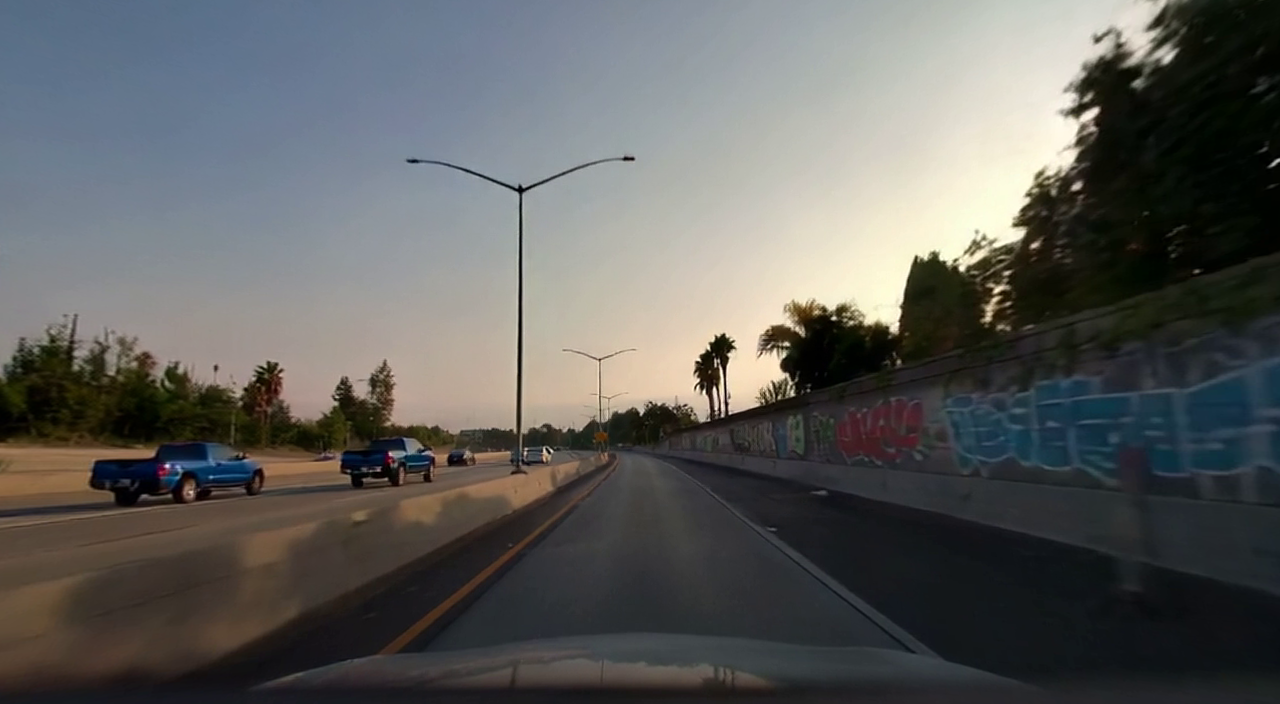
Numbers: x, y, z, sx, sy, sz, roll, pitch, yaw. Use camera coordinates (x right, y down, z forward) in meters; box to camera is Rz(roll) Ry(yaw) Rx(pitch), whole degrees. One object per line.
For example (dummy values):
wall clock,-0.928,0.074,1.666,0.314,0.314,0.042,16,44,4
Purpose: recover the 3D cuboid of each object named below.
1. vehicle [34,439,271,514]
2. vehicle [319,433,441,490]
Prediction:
vehicle,-14.117,3.598,18.988,2.272,1.882,5.941,0,-9,1
vehicle,-10.117,4.313,25.202,2.342,1.999,5.594,0,-9,1
